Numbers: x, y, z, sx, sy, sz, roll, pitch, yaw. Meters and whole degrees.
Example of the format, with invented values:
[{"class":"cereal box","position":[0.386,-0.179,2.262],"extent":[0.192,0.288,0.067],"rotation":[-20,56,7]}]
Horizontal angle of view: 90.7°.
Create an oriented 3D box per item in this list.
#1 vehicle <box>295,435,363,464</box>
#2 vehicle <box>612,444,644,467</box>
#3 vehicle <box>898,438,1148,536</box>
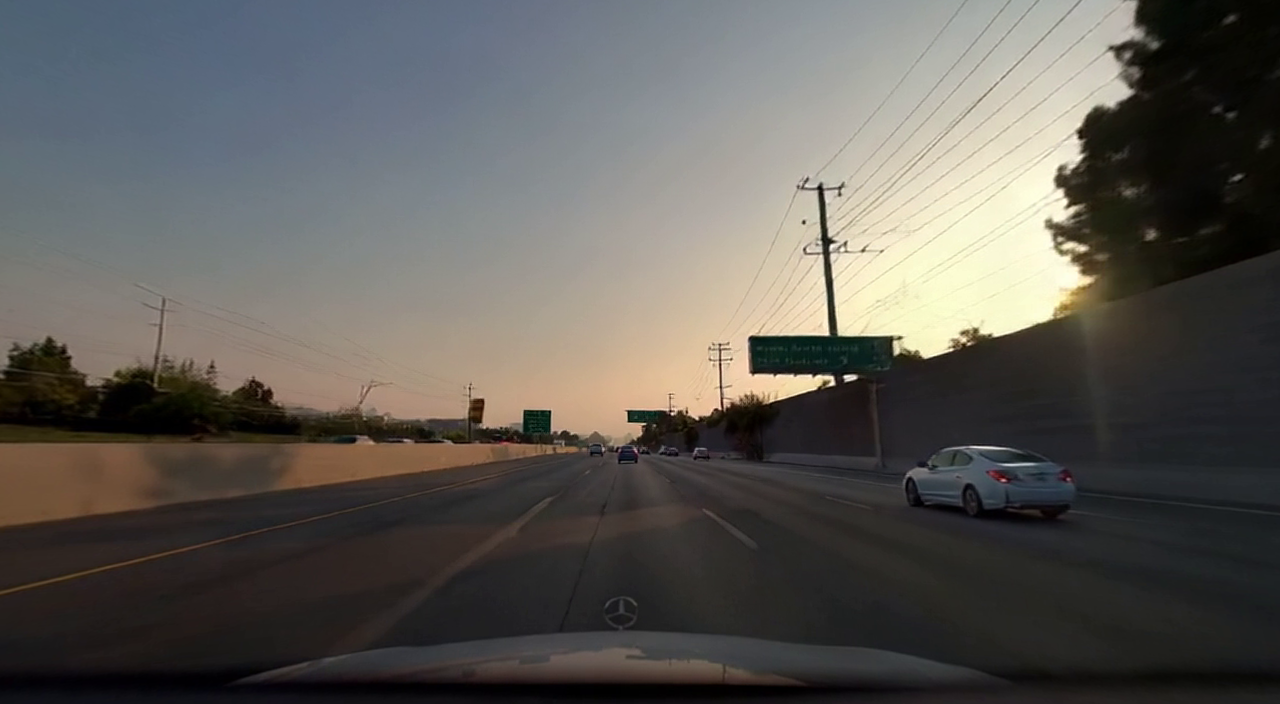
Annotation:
[{"class":"vehicle","position":[-20.780,6.559,42.512],"extent":[2.054,1.797,4.946],"rotation":[0,-9,0]},{"class":"vehicle","position":[-0.848,7.110,43.567],"extent":[2.109,1.489,4.027],"rotation":[0,-9,-2]},{"class":"vehicle","position":[6.609,2.338,11.608],"extent":[1.876,1.451,4.154],"rotation":[0,-9,-2]}]
